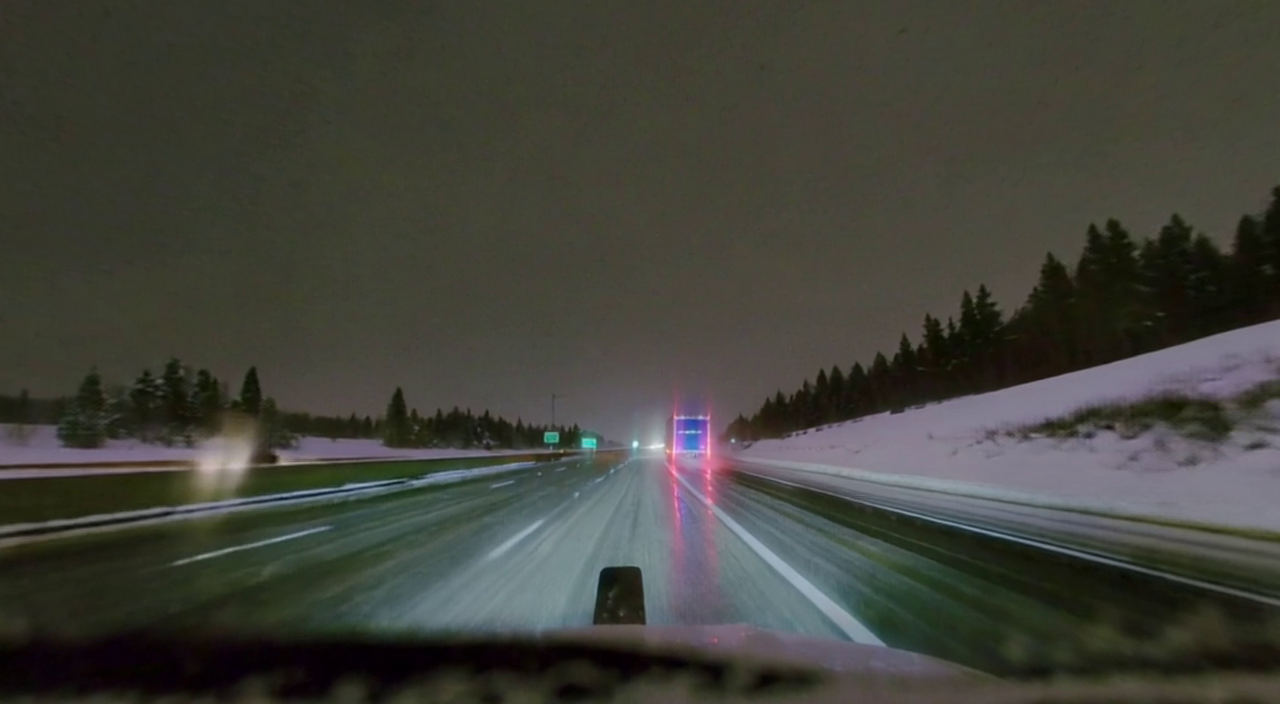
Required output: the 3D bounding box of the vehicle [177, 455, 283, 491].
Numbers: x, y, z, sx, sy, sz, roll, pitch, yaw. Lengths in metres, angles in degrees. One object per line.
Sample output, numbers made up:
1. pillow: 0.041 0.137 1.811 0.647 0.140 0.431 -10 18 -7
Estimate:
1. vehicle: -19.052 5.627 29.595 1.990 1.463 4.355 0 -9 1
